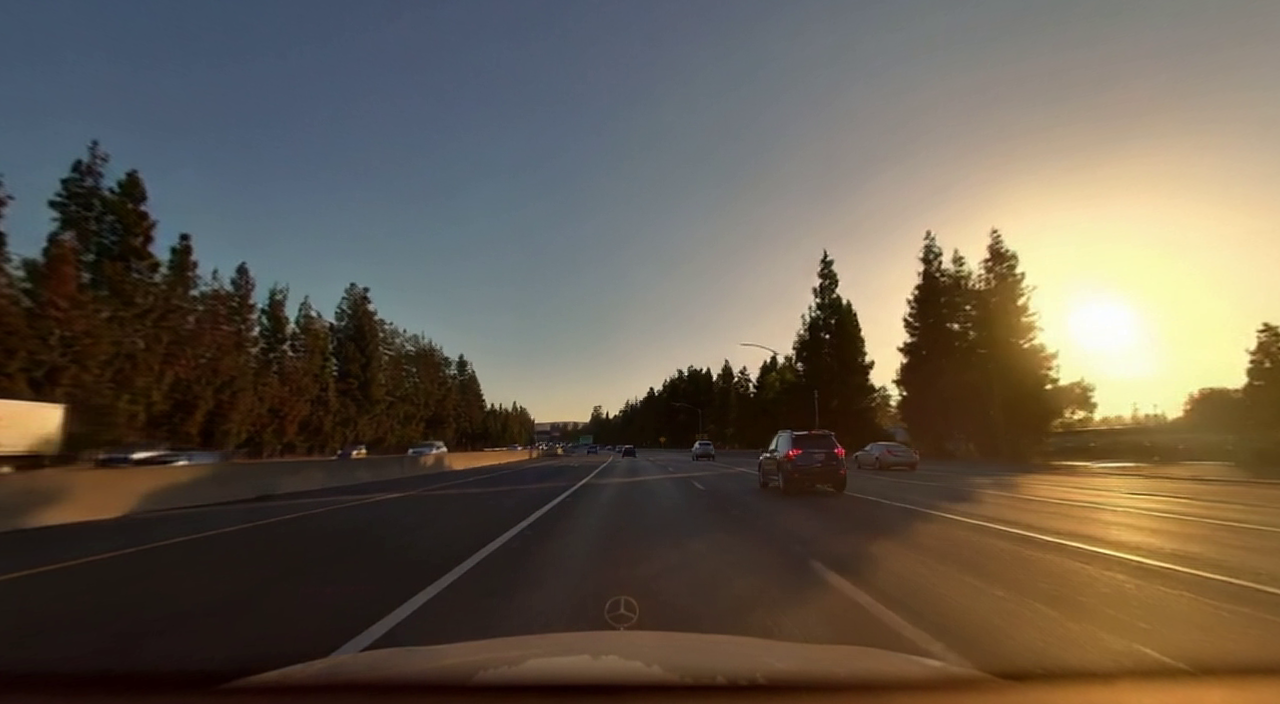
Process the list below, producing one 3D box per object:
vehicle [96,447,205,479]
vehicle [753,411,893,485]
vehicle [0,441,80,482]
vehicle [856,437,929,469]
[{"bbox_3d":[-24.867,5.635,32.216,1.860,1.459,4.716,0,-8,-1],"label":"vehicle"},{"bbox_3d":[6.593,3.651,24.191,2.779,2.339,8.073,0,-8,-1],"label":"vehicle"},{"bbox_3d":[-28.348,4.887,28.304,1.965,1.714,4.772,0,-8,-1],"label":"vehicle"},{"bbox_3d":[13.849,5.549,34.797,2.072,1.611,4.387,0,-8,-2],"label":"vehicle"}]
